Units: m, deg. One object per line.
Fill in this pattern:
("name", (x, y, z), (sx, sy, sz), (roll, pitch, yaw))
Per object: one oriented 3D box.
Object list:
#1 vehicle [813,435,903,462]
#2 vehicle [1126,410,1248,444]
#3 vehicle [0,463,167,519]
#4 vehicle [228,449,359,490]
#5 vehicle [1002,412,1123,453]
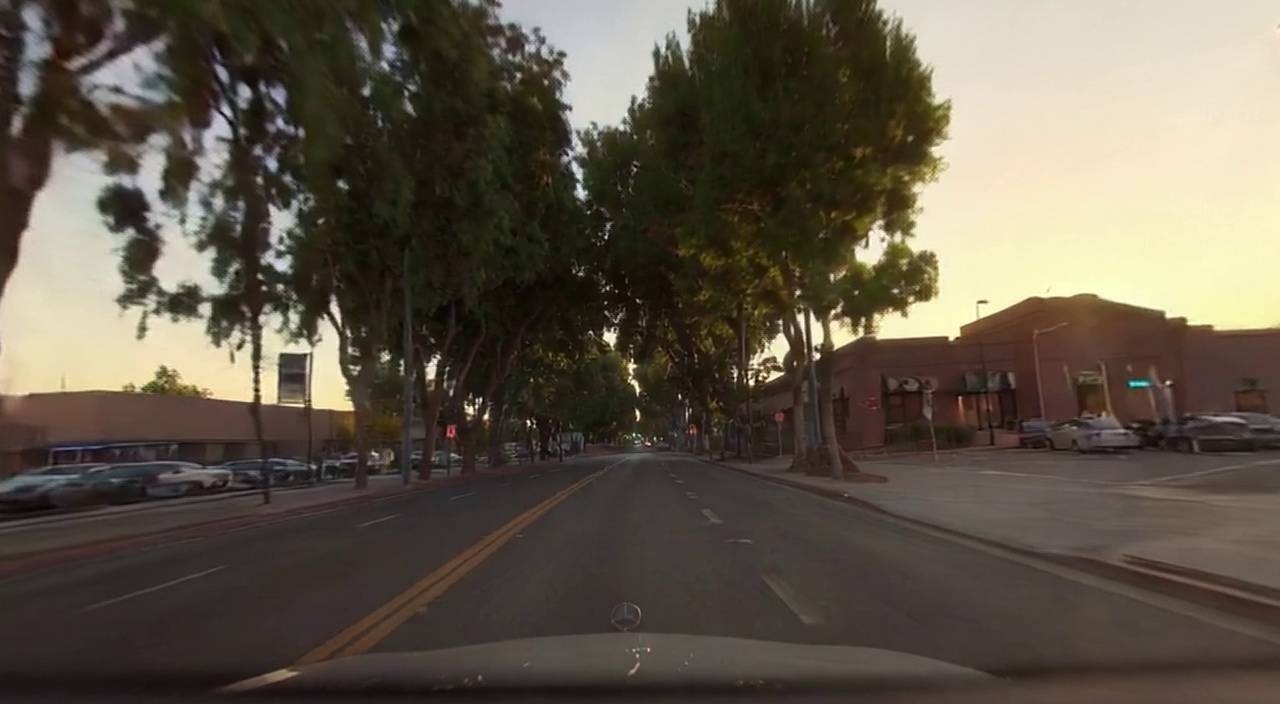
("vehicle", (12.136, 5.398, 35.420), (4.404, 1.445, 1.844), (-2, -9, 8))
("vehicle", (32.269, 4.468, 37.382), (5.318, 1.849, 2.058), (0, -9, -2))
("vehicle", (-15.877, 3.874, 17.752), (3.771, 1.404, 1.639), (0, -9, -2))
("vehicle", (-15.289, 5.189, 28.044), (4.579, 1.701, 2.033), (-1, -9, 1))
("vehicle", (24.968, 4.811, 37.501), (5.444, 1.901, 2.250), (-5, -8, 0))
